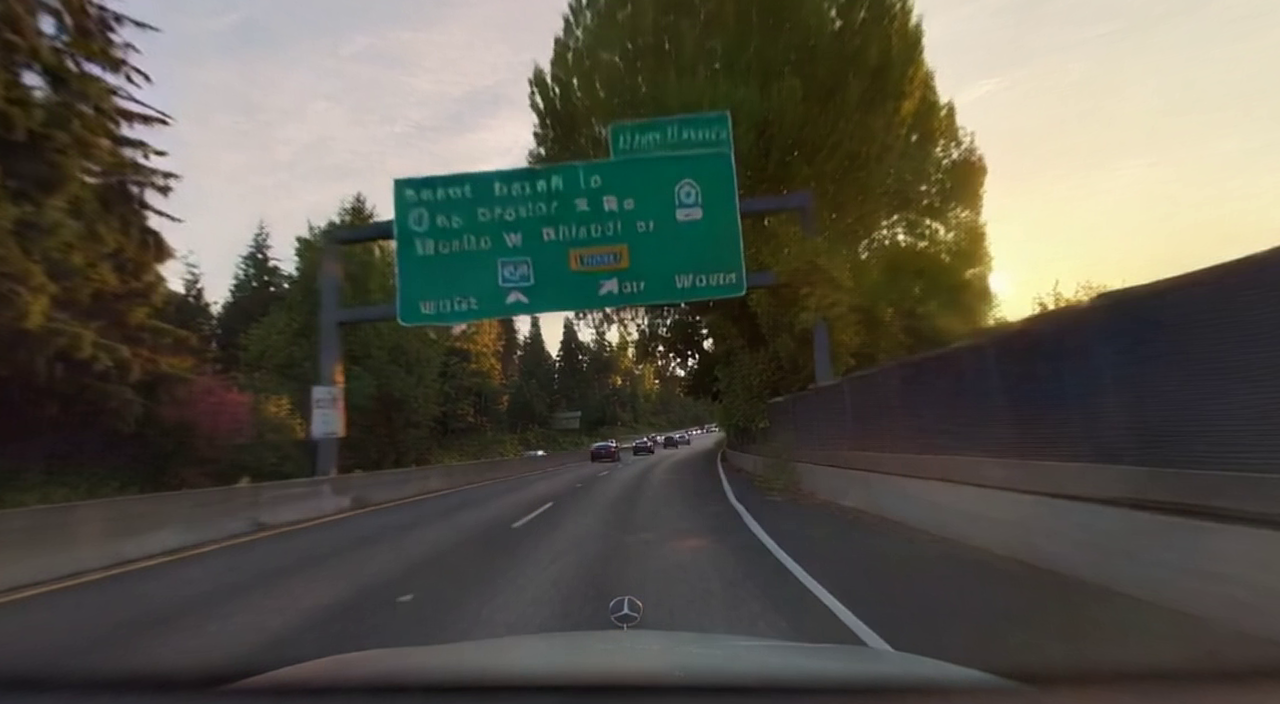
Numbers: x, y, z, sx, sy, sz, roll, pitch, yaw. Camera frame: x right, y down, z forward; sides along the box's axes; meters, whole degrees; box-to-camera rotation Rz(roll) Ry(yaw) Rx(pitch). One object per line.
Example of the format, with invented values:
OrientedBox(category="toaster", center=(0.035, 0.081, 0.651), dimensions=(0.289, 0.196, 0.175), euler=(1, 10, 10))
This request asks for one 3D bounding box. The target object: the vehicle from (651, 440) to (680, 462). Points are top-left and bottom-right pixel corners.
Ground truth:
OrientedBox(category="vehicle", center=(1.987, 7.479, 47.729), dimensions=(2.077, 1.533, 3.854), euler=(-1, -8, 3))

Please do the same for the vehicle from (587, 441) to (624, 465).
OrientedBox(category="vehicle", center=(-2.202, 6.600, 41.360), dimensions=(1.985, 1.518, 3.847), euler=(-1, -8, 4))
